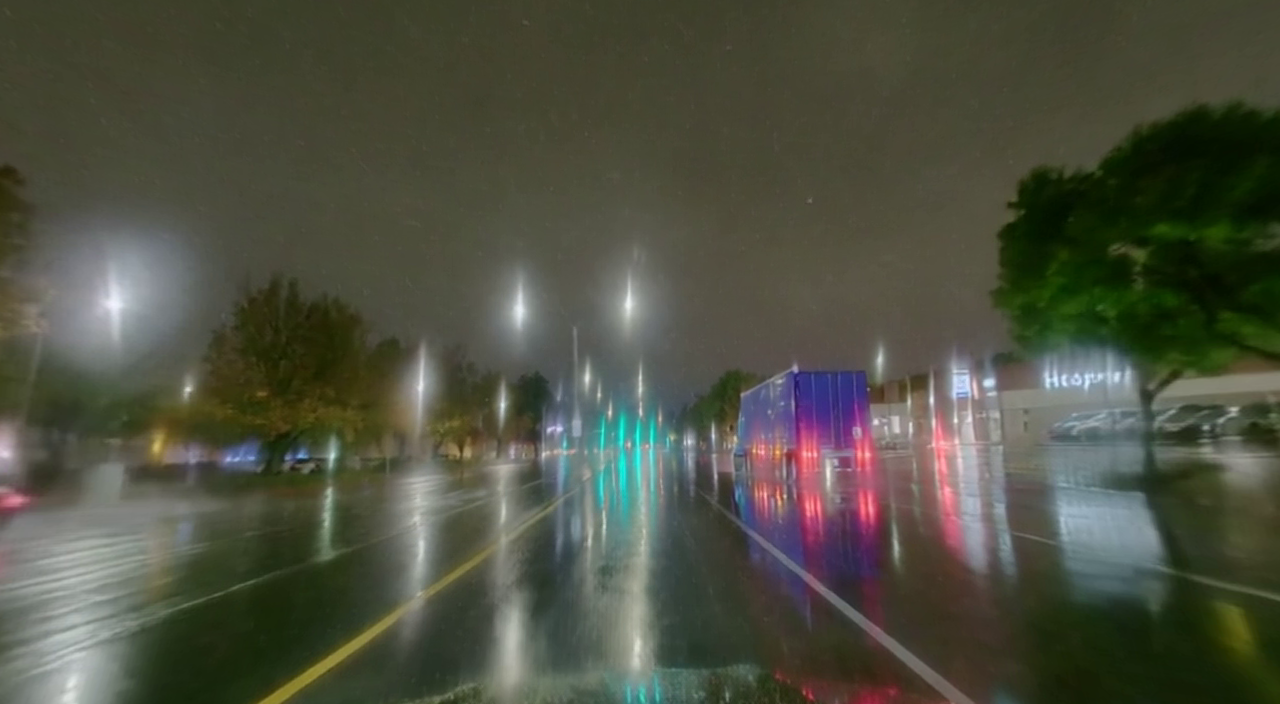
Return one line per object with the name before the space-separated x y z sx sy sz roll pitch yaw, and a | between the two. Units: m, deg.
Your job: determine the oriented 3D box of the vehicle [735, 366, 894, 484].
vehicle | 6.491 3.182 26.170 3.120 3.794 11.510 0 -9 -1
